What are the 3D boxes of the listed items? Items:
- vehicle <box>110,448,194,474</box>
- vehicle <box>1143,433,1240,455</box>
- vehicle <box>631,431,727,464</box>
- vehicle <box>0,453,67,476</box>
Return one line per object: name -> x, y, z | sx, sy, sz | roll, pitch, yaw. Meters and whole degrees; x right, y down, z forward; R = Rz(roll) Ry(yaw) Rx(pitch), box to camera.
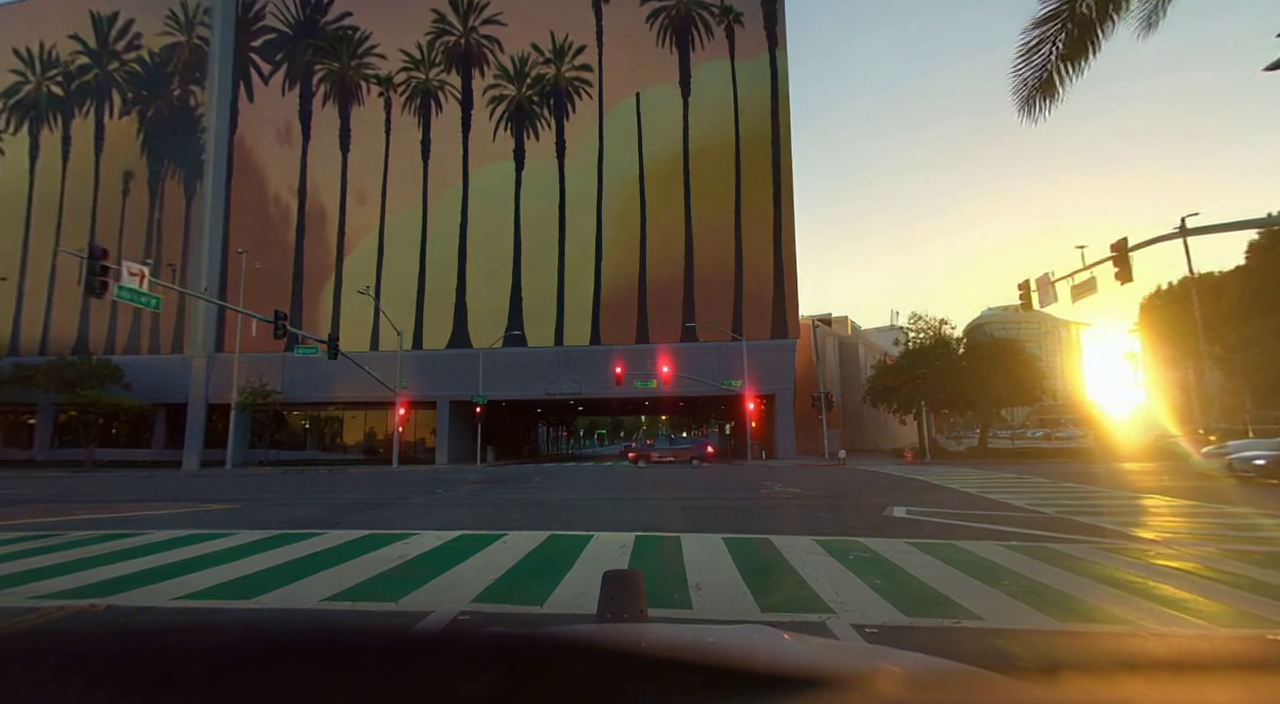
vehicle -> -33.074, 7.398, 42.760 | 4.136, 1.661, 1.857 | 0, -8, 1
vehicle -> 36.033, 6.026, 41.249 | 4.606, 1.449, 1.687 | 0, -8, 2
vehicle -> 2.265, 5.654, 37.311 | 5.477, 1.880, 2.125 | 0, -8, 1
vehicle -> -41.665, 7.603, 42.778 | 3.698, 1.508, 1.779 | 0, -8, 1
